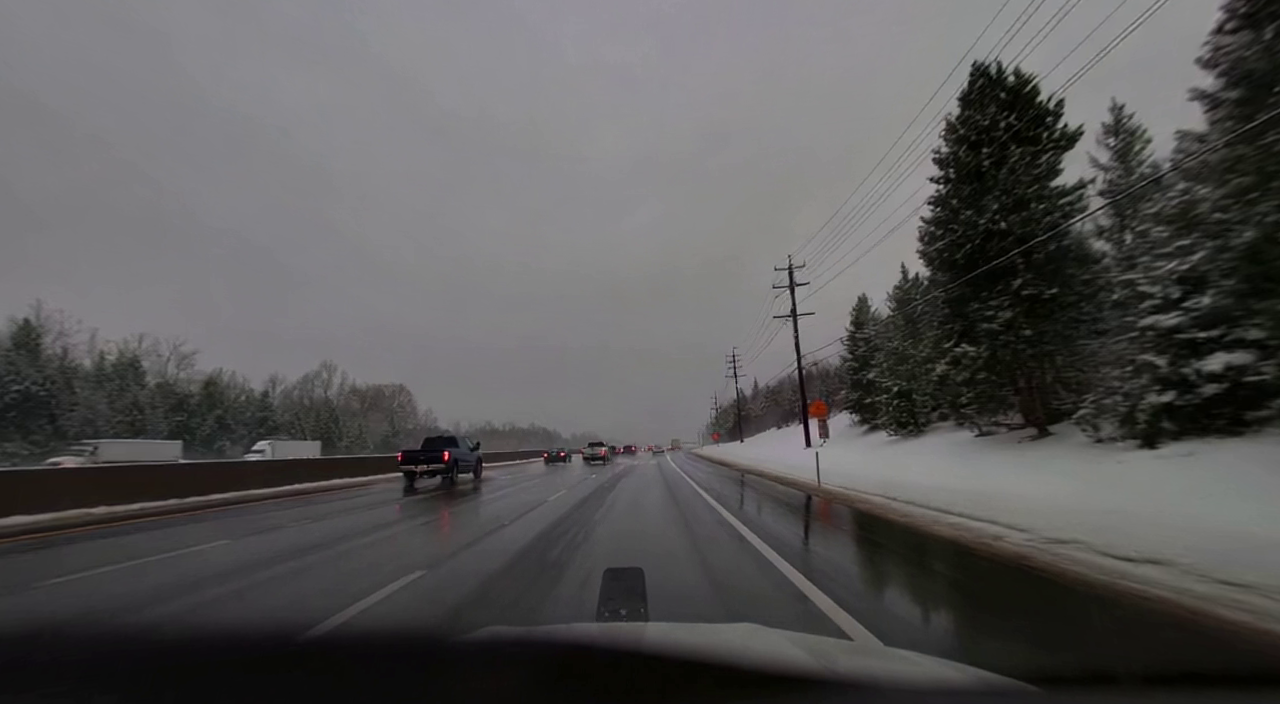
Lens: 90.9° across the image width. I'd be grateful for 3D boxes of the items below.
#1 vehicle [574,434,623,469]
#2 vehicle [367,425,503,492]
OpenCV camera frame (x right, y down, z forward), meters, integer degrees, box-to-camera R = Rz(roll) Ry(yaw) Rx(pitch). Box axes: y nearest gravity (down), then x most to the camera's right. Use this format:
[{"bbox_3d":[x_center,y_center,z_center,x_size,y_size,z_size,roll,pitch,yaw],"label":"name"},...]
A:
[{"bbox_3d":[-2.502,6.225,39.563,2.448,2.025,5.193,-1,-8,3],"label":"vehicle"},{"bbox_3d":[-6.817,3.655,22.090,2.460,1.992,6.474,0,-8,1],"label":"vehicle"}]
